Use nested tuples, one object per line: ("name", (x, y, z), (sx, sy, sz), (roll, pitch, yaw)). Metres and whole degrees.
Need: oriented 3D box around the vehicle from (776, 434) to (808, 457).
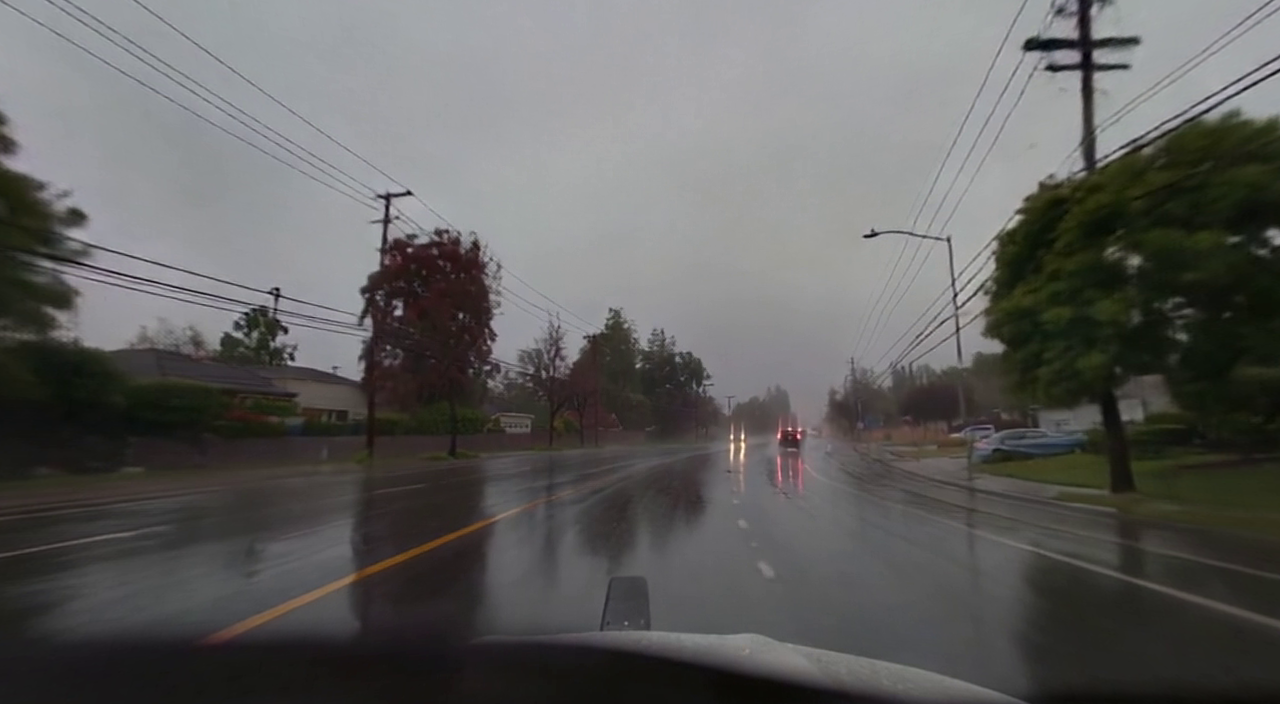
("vehicle", (10.152, 6.276, 42.234), (1.982, 1.451, 4.152), (-2, -9, 12))
